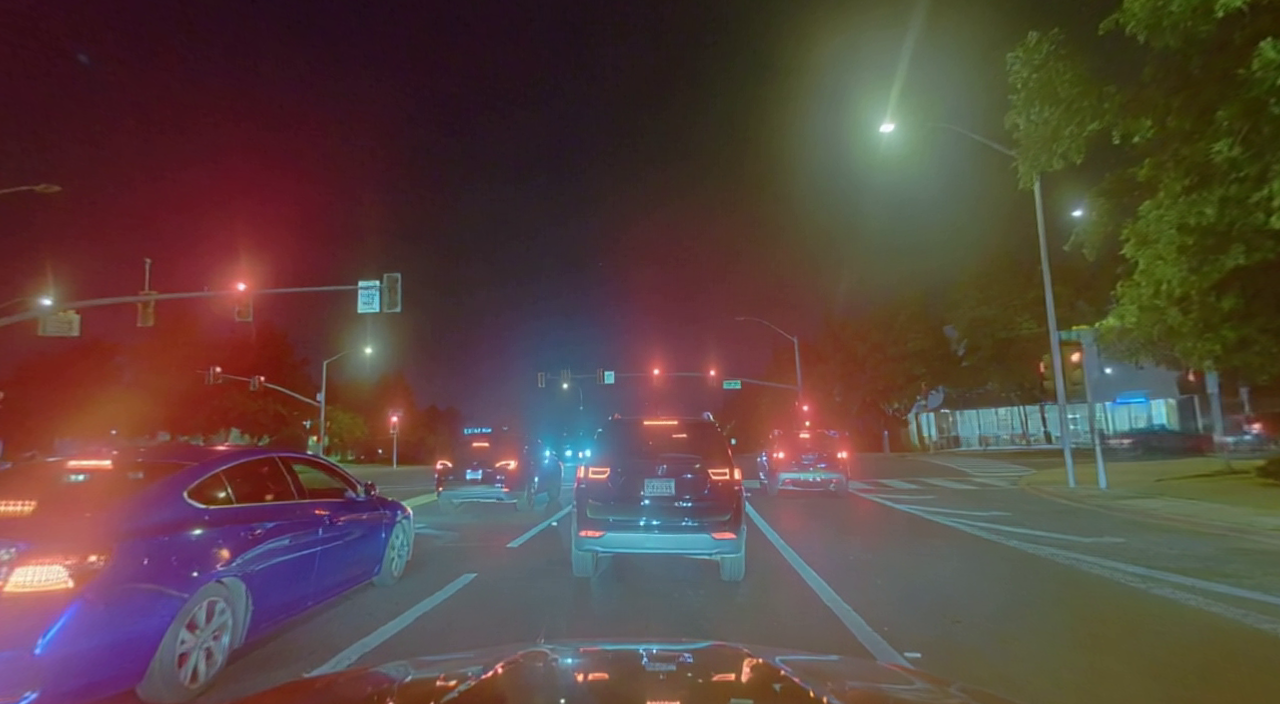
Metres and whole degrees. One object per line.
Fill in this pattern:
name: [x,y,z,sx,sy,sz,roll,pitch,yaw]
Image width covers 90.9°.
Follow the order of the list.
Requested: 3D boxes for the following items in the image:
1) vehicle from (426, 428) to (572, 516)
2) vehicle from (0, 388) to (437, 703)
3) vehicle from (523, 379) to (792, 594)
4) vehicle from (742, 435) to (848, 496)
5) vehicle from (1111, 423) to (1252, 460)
vehicle: [-2.689,2.389,13.059,1.851,1.502,4.042,0,-8,4]
vehicle: [-3.226,1.195,4.402,1.958,1.494,4.624,0,-8,2]
vehicle: [0.204,1.466,7.659,2.300,1.832,4.331,0,-8,1]
vehicle: [4.096,3.059,17.348,1.979,1.453,4.011,0,-8,1]
vehicle: [23.846,3.965,27.950,4.026,1.573,2.271,-1,-8,7]
